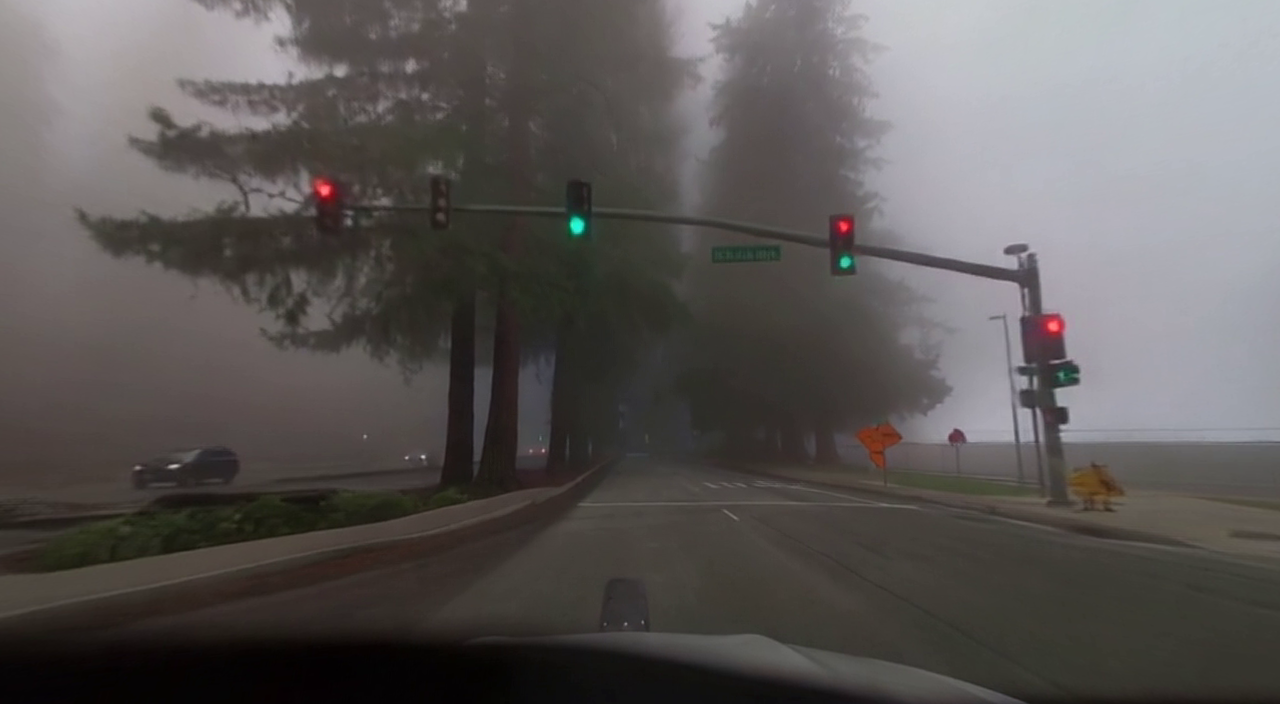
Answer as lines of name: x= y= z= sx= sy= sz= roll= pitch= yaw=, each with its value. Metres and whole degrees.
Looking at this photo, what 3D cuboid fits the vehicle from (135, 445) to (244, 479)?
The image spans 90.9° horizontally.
vehicle: x=-22.121 y=5.402 z=31.225 sx=1.885 sy=1.479 sz=4.675 roll=-1 pitch=-8 yaw=1
